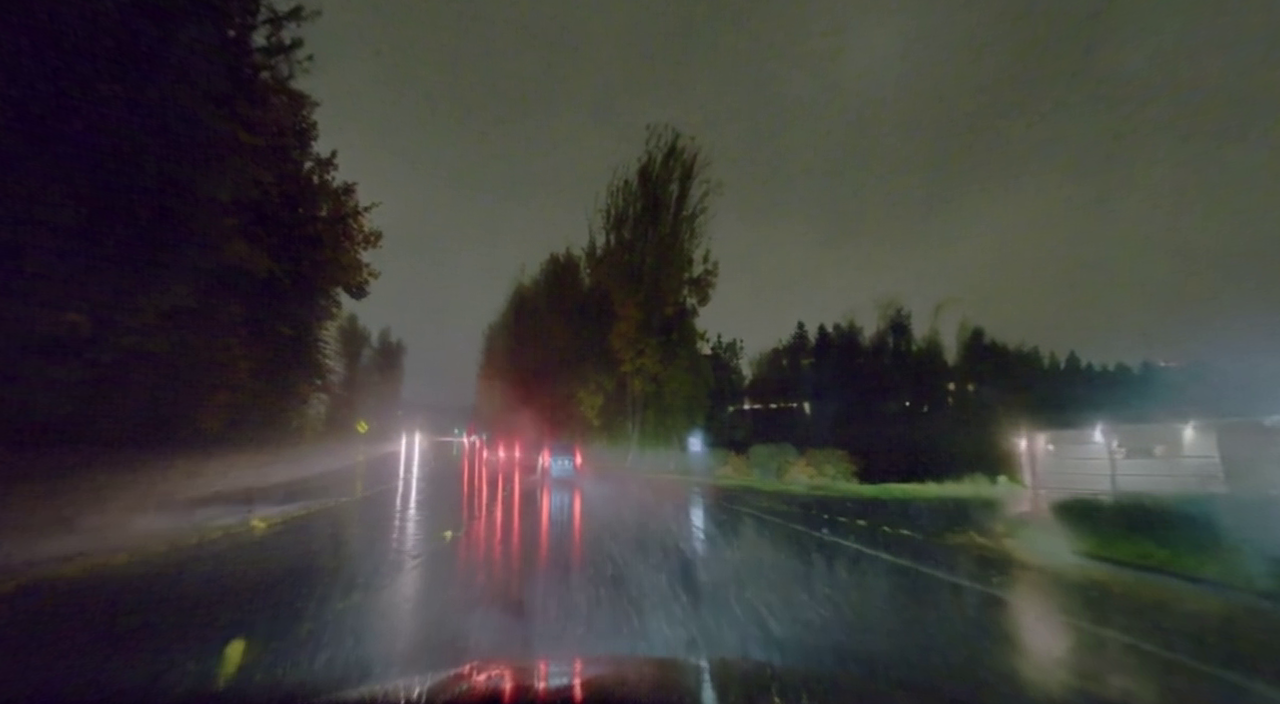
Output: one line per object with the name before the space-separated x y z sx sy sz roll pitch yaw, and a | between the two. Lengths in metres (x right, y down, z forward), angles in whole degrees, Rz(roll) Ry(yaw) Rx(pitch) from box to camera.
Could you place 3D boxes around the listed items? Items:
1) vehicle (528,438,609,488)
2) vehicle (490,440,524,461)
vehicle | -2.531 3.711 21.330 2.296 1.510 4.068 2 -9 -12
vehicle | -10.326 7.582 48.590 2.080 1.530 3.719 3 -9 -19
